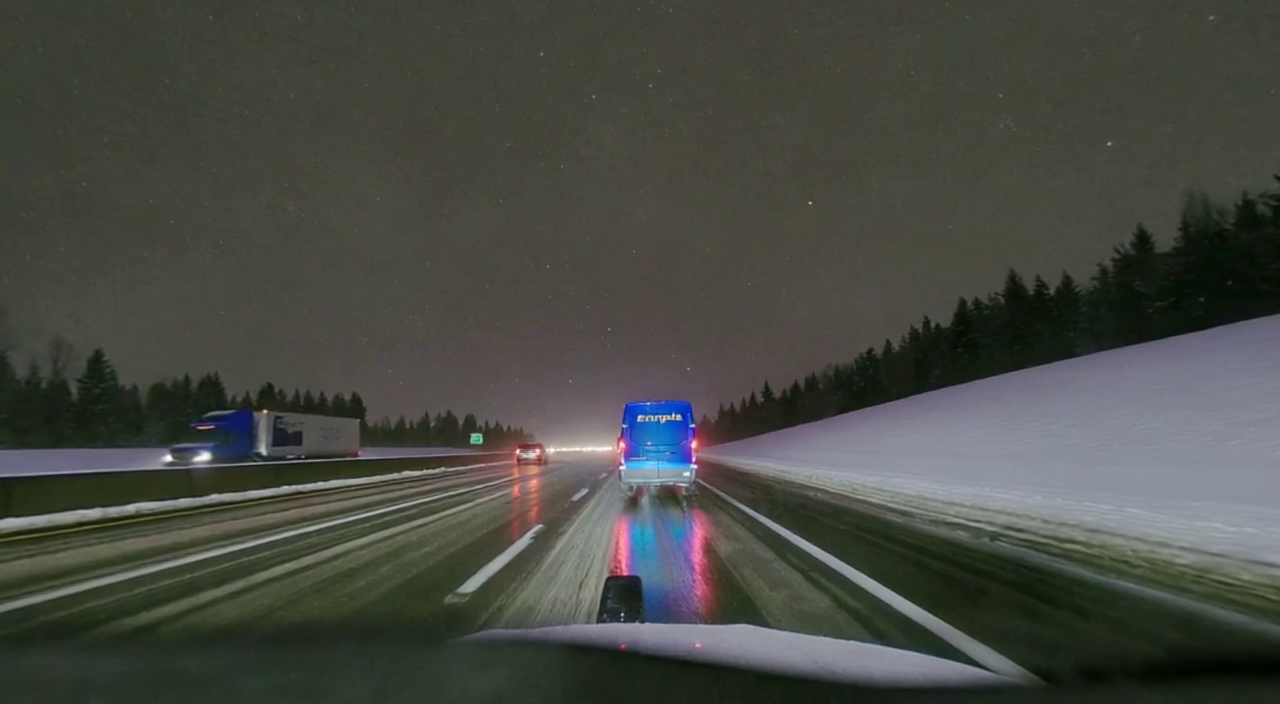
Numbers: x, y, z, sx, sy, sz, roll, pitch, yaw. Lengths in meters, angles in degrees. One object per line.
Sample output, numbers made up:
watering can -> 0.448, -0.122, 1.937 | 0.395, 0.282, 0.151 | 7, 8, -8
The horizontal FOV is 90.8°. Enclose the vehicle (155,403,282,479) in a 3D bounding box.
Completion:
vehicle -> -23.814, 5.116, 36.109 | 2.949, 3.955, 5.920 | 0, -9, 1

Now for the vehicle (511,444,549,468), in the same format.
vehicle -> -7.382, 7.007, 42.526 | 1.829, 1.518, 3.776 | 0, -9, 0

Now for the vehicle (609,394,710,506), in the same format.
vehicle -> 0.367, 2.657, 17.304 | 2.332, 2.558, 5.314 | 0, -9, -2
